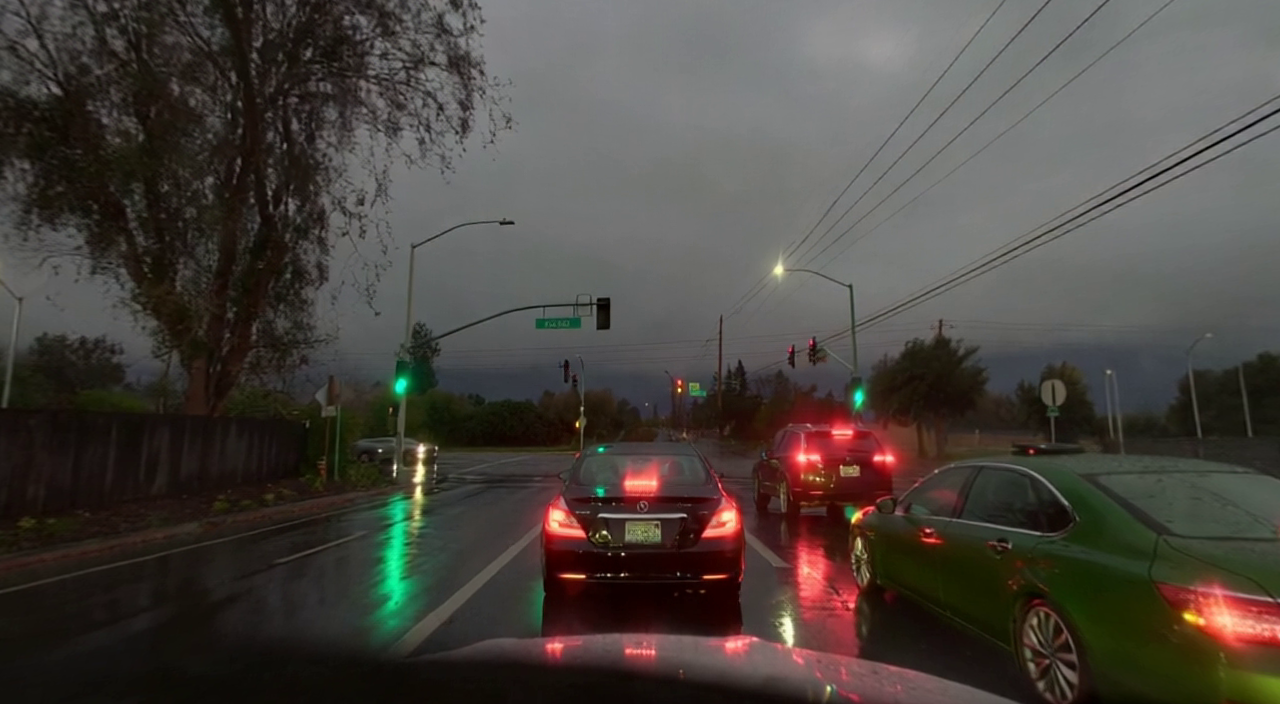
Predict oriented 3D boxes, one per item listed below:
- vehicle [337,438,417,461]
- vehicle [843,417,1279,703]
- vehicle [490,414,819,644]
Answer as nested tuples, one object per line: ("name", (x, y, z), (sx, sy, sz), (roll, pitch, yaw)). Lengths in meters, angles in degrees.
("vehicle", (-17.253, 6.414, 41.450), (4.406, 1.458, 1.892), (-1, -8, 7))
("vehicle", (3.079, 1.241, 4.128), (2.027, 1.432, 4.431), (0, -8, 0))
("vehicle", (0.058, 1.493, 6.422), (2.170, 1.497, 4.369), (0, -8, -1))
